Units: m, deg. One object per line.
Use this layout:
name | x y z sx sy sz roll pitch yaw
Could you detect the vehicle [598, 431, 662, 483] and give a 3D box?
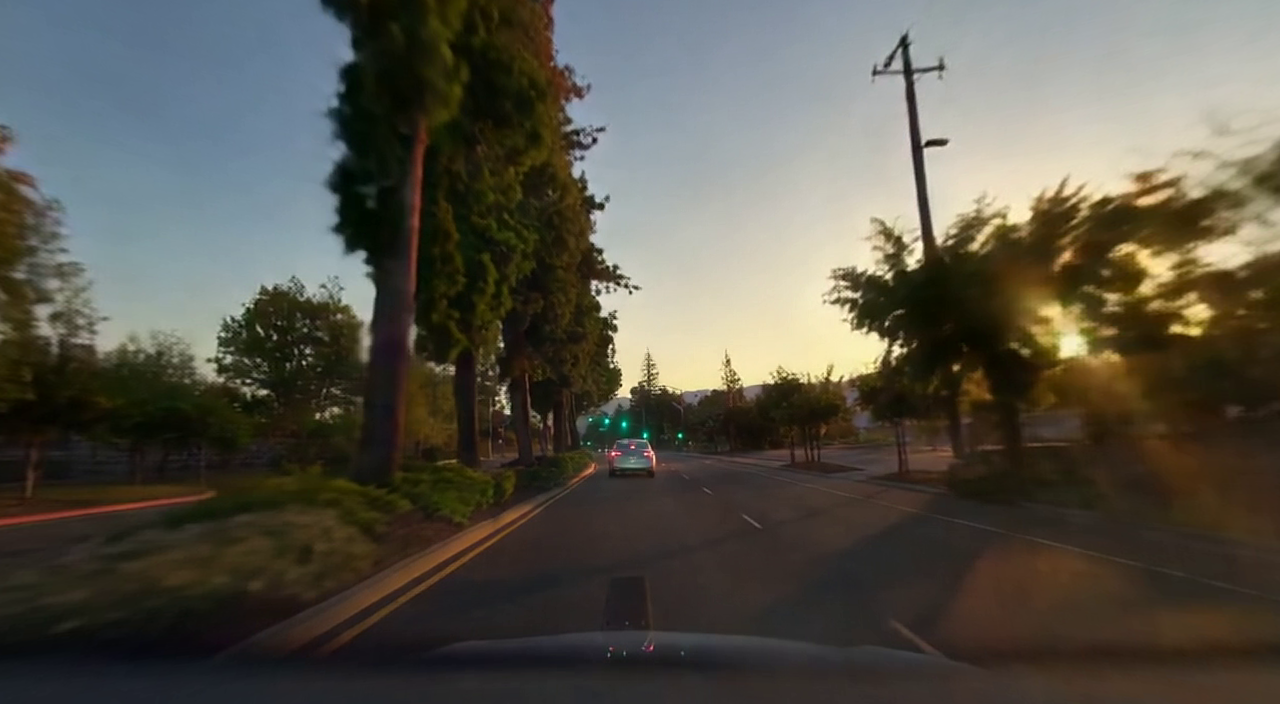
vehicle | -0.363 3.917 23.770 2.192 1.734 4.176 0 -8 -1
